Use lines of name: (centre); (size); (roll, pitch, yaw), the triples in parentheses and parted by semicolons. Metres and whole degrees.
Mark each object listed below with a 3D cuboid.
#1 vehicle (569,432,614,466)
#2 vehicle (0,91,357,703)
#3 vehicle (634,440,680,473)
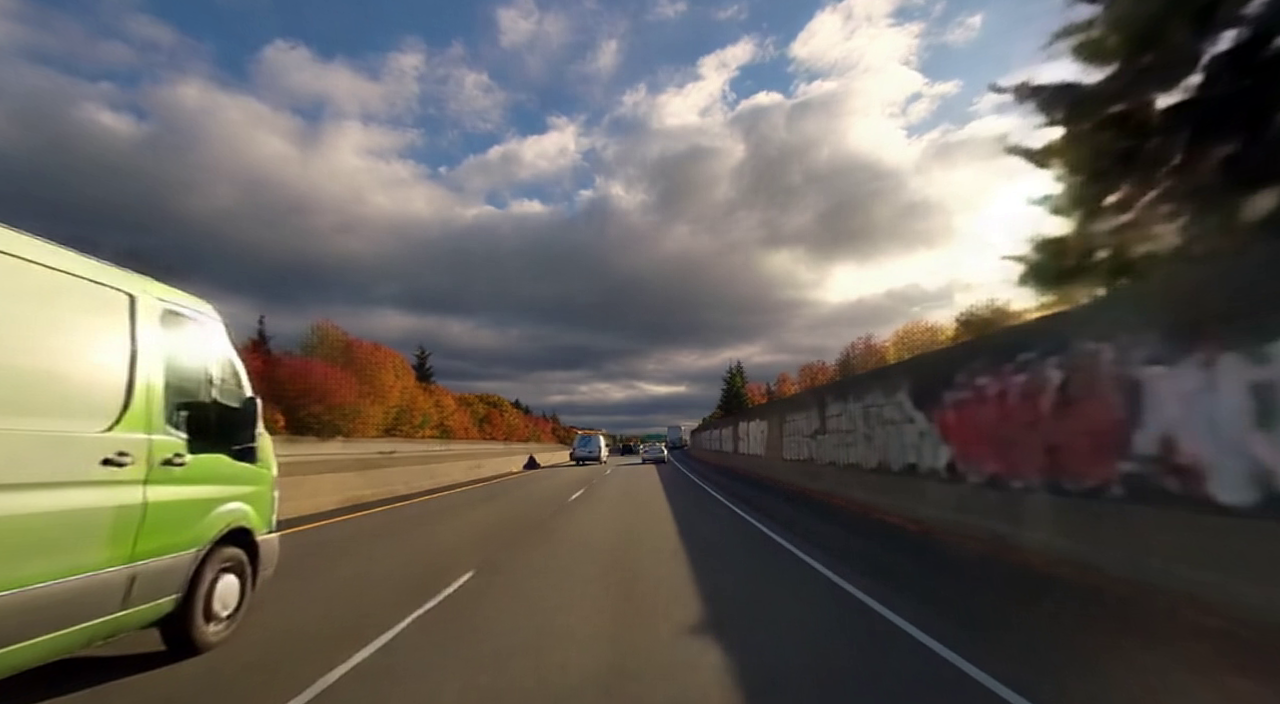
vehicle: (-2.895, 6.011, 39.119); (2.199, 1.973, 5.078); (0, -8, 2)
vehicle: (-3.755, 0.272, 2.418); (2.297, 2.687, 6.317); (0, -8, 1)
vehicle: (0.821, 5.062, 30.807); (2.071, 1.487, 3.948); (0, -8, 1)
